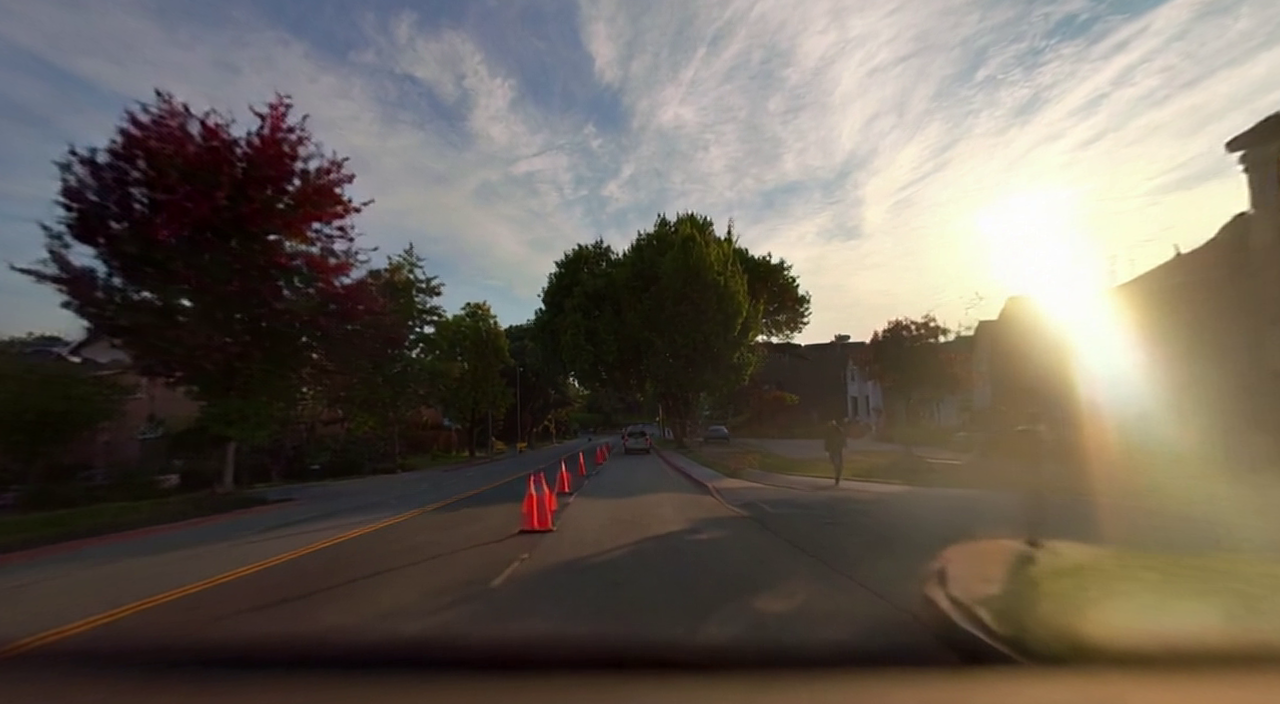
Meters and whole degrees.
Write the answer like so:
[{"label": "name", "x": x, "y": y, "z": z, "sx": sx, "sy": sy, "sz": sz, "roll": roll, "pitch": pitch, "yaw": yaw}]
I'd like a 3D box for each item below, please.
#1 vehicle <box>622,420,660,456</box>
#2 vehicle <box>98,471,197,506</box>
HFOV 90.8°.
[{"label": "vehicle", "x": -0.030, "y": 5.231, "z": 38.226, "sx": 2.169, "sy": 2.015, "sz": 5.206, "roll": 0, "pitch": -8, "yaw": -2}, {"label": "vehicle", "x": -25.487, "y": 7.027, "z": 32.698, "sx": 4.314, "sy": 1.583, "sz": 1.779, "roll": -3, "pitch": -9, "yaw": 18}]
